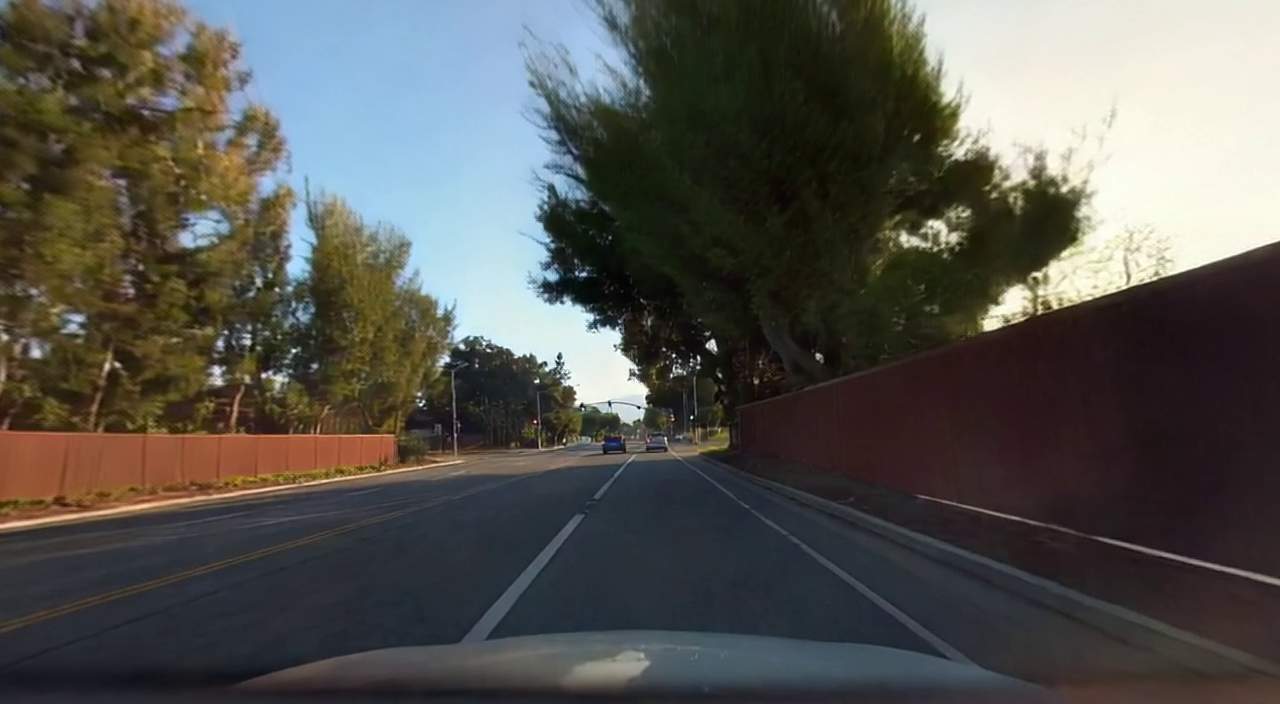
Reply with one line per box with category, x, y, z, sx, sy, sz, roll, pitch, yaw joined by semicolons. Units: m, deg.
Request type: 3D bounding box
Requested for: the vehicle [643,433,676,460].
vehicle;1.272;6.341;42.391;2.127;1.665;3.993;0;-8;1
